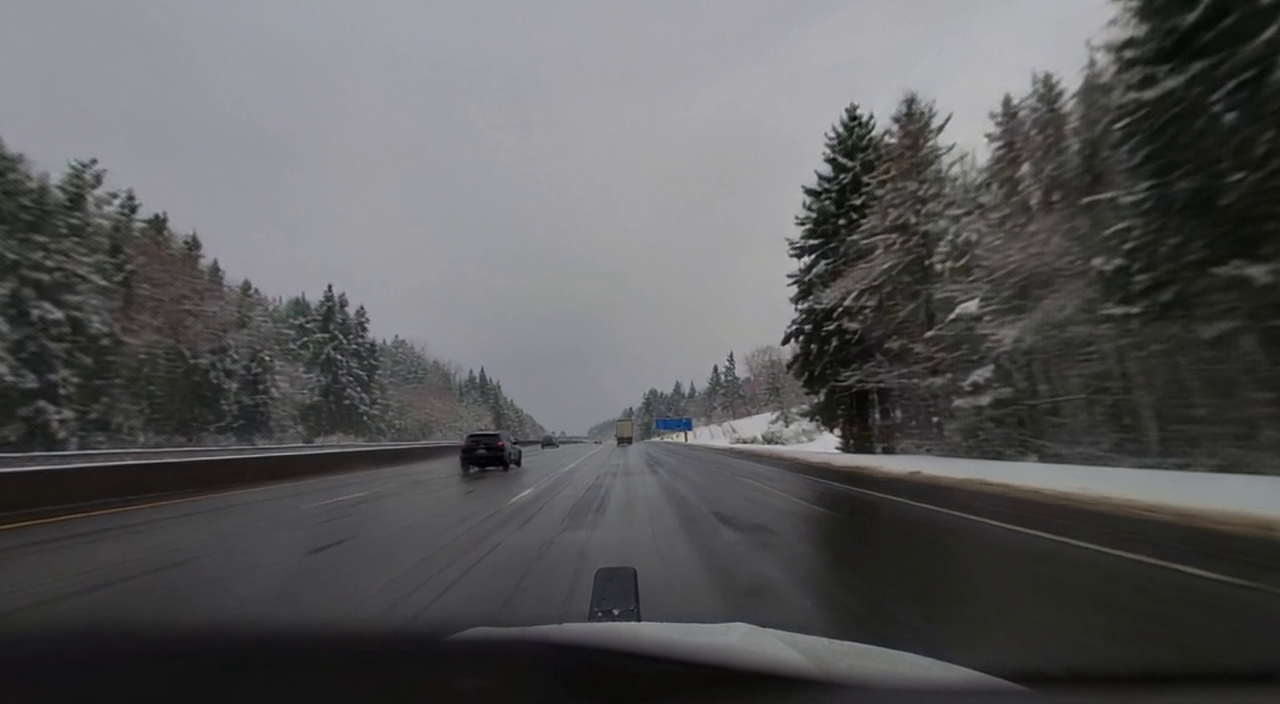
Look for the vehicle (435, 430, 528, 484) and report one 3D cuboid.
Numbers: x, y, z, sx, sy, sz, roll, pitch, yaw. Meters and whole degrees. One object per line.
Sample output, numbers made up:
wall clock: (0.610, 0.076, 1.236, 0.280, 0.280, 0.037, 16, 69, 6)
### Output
vehicle: (-4.739, 3.163, 19.385, 1.912, 1.495, 3.703, 0, -7, -1)
